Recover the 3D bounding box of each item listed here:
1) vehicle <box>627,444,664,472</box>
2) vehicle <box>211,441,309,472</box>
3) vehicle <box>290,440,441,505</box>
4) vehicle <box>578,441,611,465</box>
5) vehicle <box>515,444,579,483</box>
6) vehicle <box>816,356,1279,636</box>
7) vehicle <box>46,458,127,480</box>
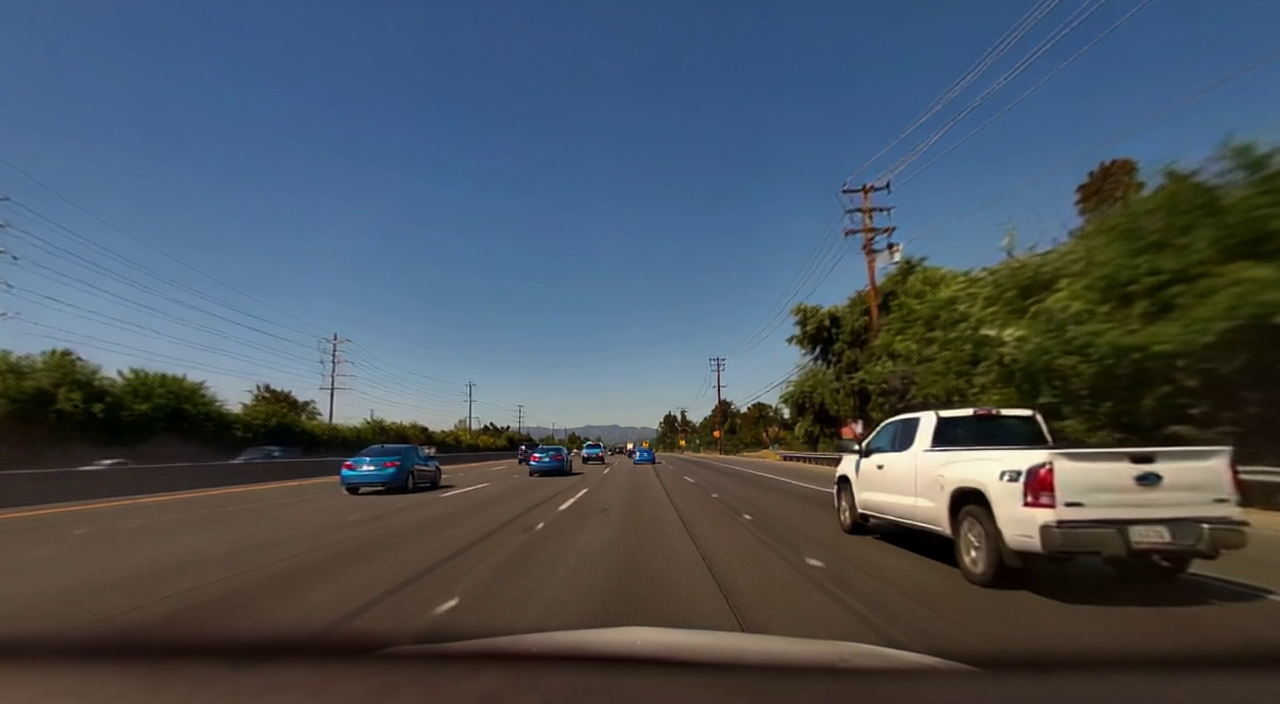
[{"bbox_3d":[0.300,6.014,36.049,2.030,1.471,4.115,0,-9,0],"label":"vehicle"},{"bbox_3d":[-22.792,6.307,38.294,2.148,1.720,6.182,0,-9,0],"label":"vehicle"},{"bbox_3d":[-7.095,3.144,16.998,1.959,1.496,4.740,0,-9,0],"label":"vehicle"},{"bbox_3d":[-3.438,7.732,48.453,2.244,1.752,4.439,0,-9,0],"label":"vehicle"},{"bbox_3d":[-3.680,4.484,25.675,1.938,1.444,4.206,0,-9,0],"label":"vehicle"},{"bbox_3d":[3.865,1.365,6.974,2.231,1.919,5.086,0,-9,-2],"label":"vehicle"},{"bbox_3d":[-42.143,8.932,48.284,1.836,1.503,4.782,0,-9,0],"label":"vehicle"}]
